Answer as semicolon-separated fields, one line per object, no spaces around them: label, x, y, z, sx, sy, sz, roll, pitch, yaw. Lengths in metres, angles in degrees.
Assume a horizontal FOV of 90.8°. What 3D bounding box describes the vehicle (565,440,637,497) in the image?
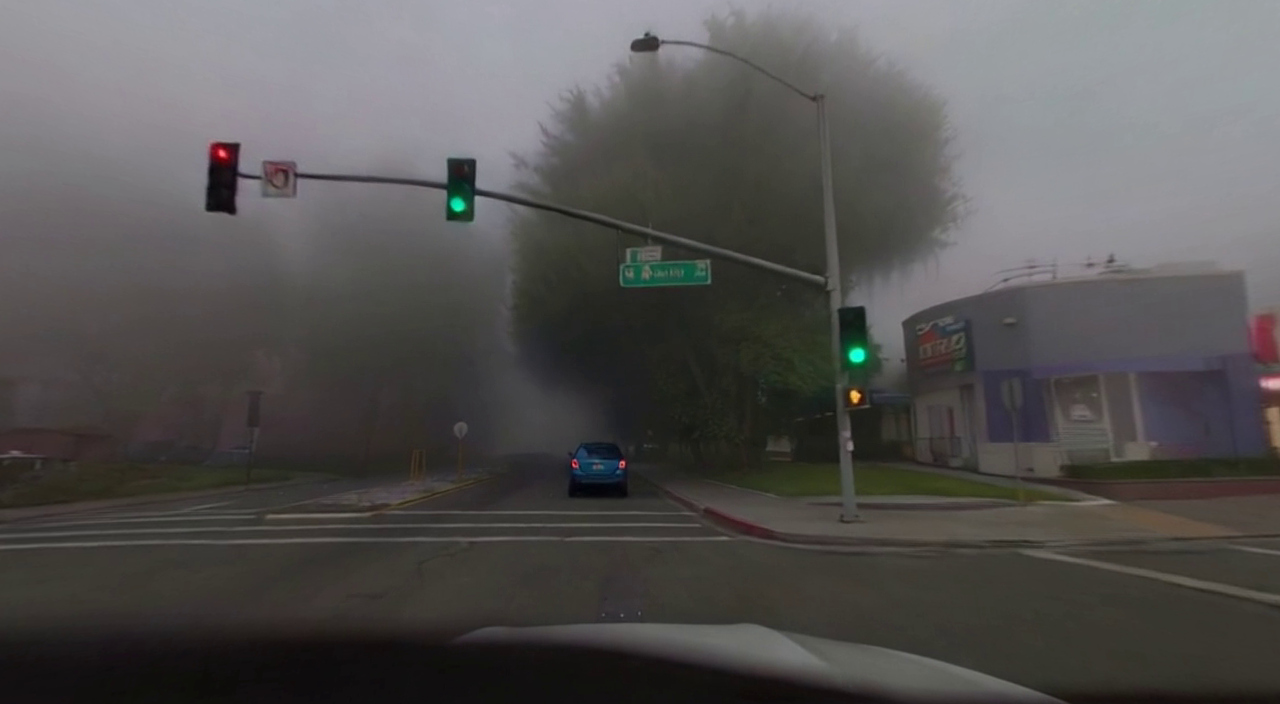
vehicle;-1.305;3.943;21.602;2.227;1.733;3.930;1;-9;-3

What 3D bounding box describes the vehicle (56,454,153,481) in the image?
vehicle;-35.284;7.604;41.727;4.369;1.669;2.018;1;-9;-5
